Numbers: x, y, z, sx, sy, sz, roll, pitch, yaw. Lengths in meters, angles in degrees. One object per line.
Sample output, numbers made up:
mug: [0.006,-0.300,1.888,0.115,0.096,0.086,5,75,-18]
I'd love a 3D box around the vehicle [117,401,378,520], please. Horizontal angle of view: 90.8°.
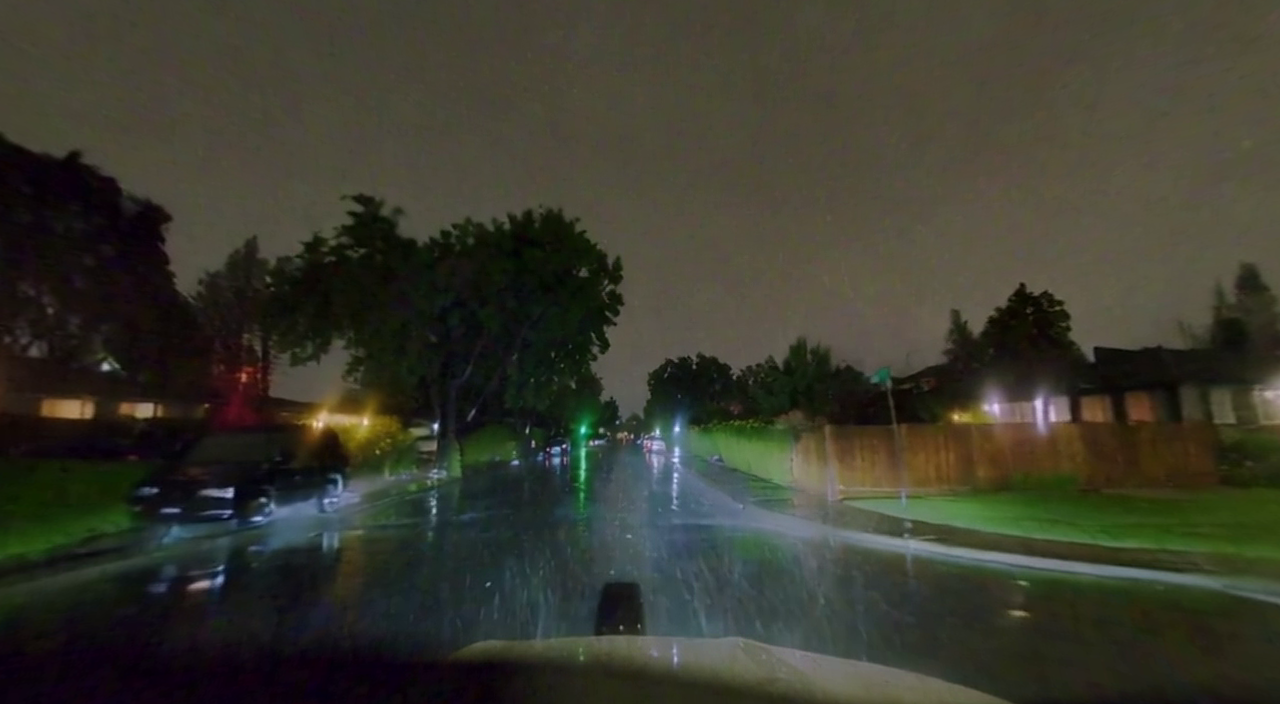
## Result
vehicle: [-7.352,2.148,12.628,2.091,1.912,4.598,0,-10,2]
